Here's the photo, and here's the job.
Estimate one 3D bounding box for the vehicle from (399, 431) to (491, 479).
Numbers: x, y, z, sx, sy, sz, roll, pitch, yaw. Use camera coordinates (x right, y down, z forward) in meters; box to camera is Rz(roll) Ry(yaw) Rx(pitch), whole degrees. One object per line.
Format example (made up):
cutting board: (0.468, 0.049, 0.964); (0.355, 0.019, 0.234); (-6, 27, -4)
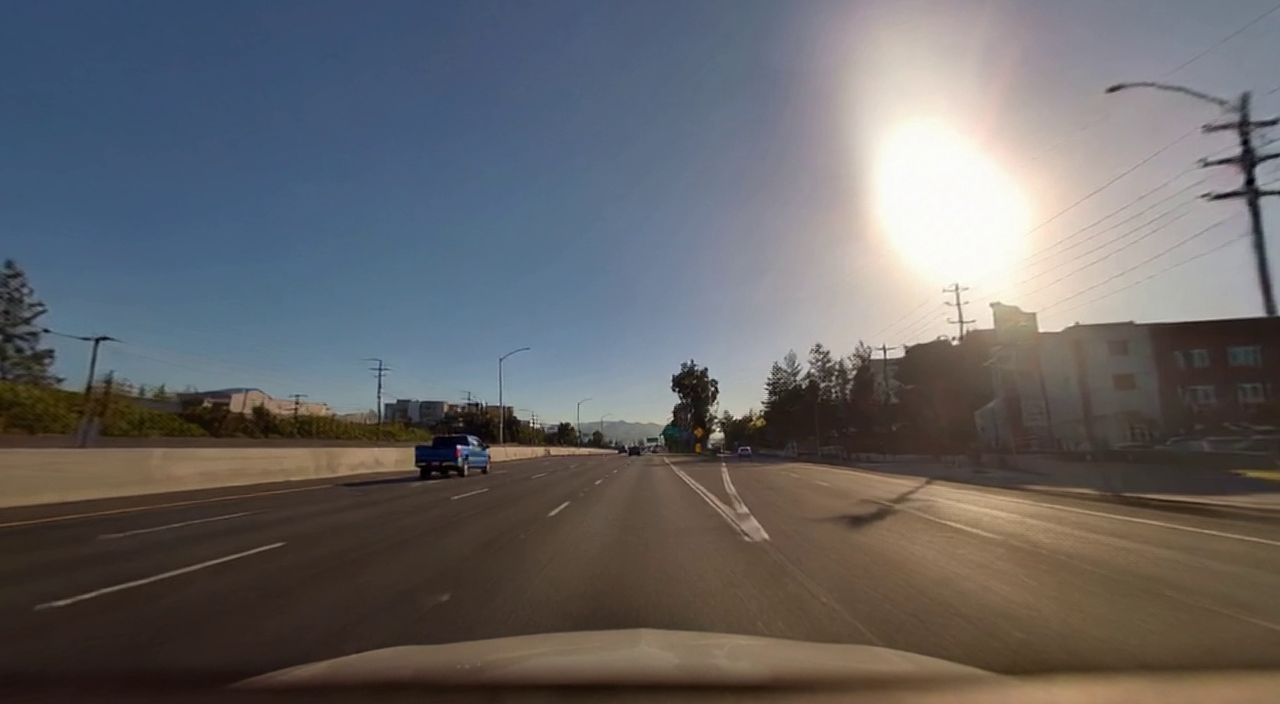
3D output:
vehicle: (-9.839, 5.259, 32.401); (2.667, 2.213, 6.081); (0, -8, 1)
